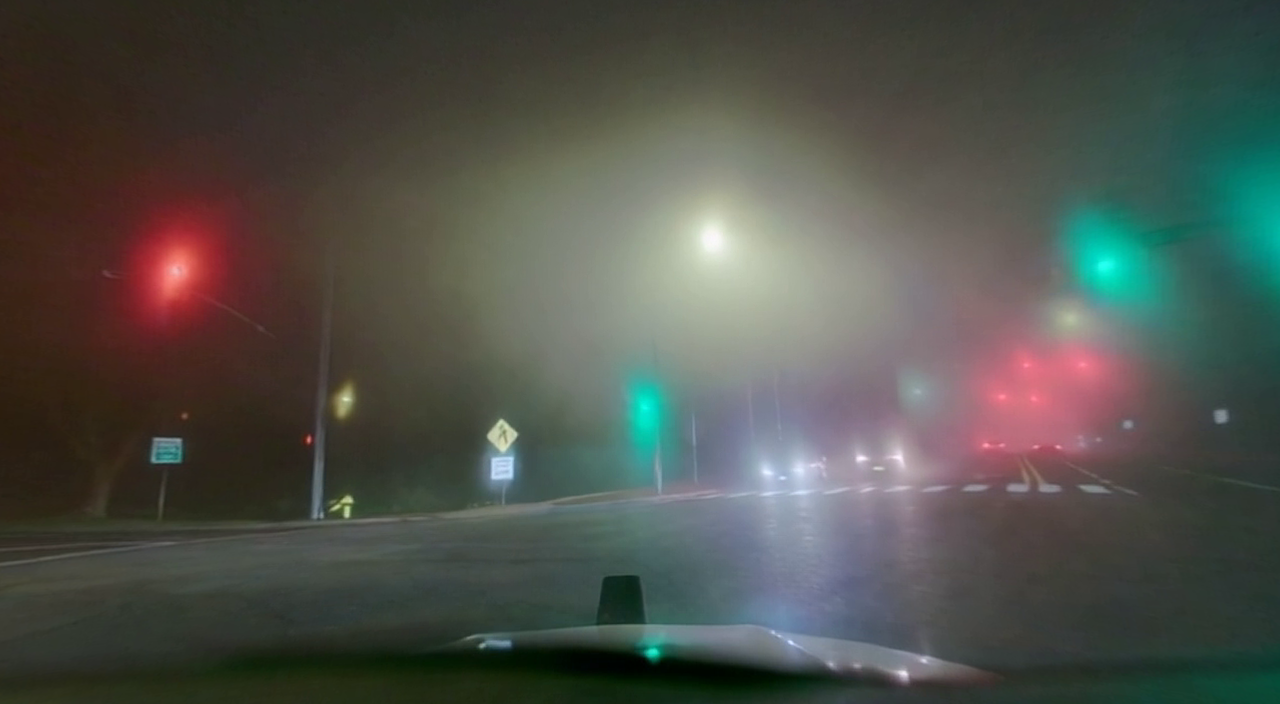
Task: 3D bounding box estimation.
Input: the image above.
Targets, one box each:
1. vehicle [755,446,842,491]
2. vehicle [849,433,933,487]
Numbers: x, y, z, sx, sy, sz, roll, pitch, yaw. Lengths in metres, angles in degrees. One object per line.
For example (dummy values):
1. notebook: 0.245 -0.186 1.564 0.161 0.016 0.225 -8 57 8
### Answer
1. vehicle: 6.032 4.288 23.517 2.029 1.504 4.293 -5 -10 29
2. vehicle: 9.053 3.811 22.429 2.090 1.697 4.341 -5 -10 29
